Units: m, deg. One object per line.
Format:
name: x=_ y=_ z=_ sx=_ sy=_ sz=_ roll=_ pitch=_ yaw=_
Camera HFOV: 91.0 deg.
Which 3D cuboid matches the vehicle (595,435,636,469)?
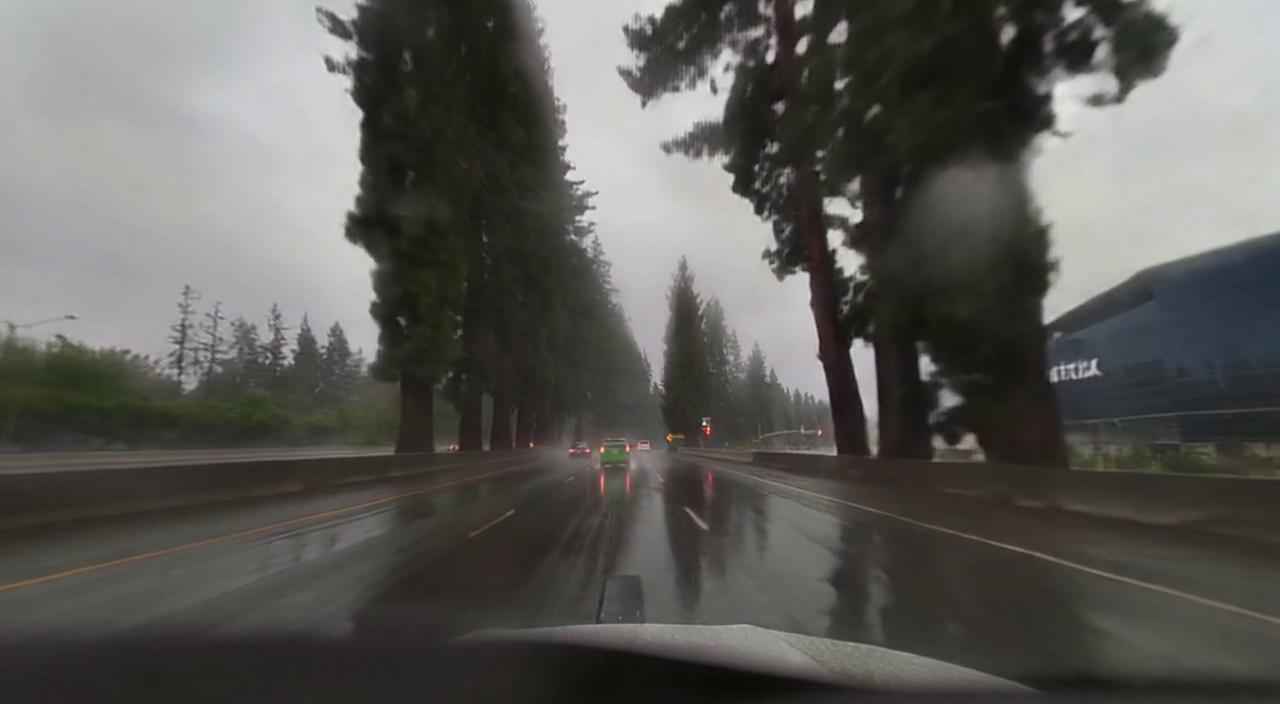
vehicle: x=-1.423 y=5.911 z=37.349 sx=2.302 sy=1.810 sz=4.707 roll=0 pitch=-9 yaw=-2
